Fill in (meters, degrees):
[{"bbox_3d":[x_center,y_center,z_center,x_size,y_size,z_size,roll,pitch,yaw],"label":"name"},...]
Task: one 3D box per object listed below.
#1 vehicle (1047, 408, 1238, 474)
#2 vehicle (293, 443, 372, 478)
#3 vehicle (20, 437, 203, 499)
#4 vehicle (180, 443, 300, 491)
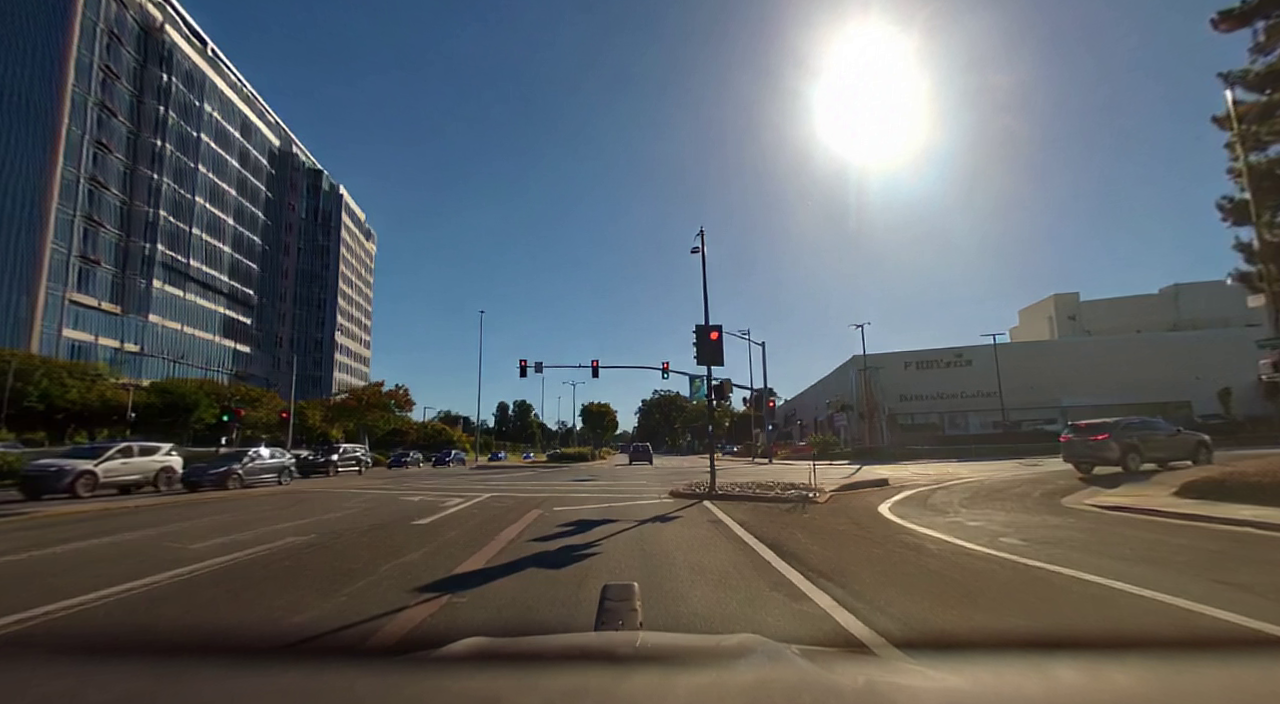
[{"bbox_3d":[17.351,3.107,22.030,4.709,1.920,2.166,-3,-8,-1],"label":"vehicle"},{"bbox_3d":[-19.873,6.987,41.146,2.380,1.963,5.458,-3,-8,1],"label":"vehicle"},{"bbox_3d":[-20.429,4.455,24.891,2.299,2.092,5.503,-2,-8,2],"label":"vehicle"},{"bbox_3d":[-16.561,4.737,26.472,1.962,1.735,4.577,-2,-8,1],"label":"vehicle"}]
